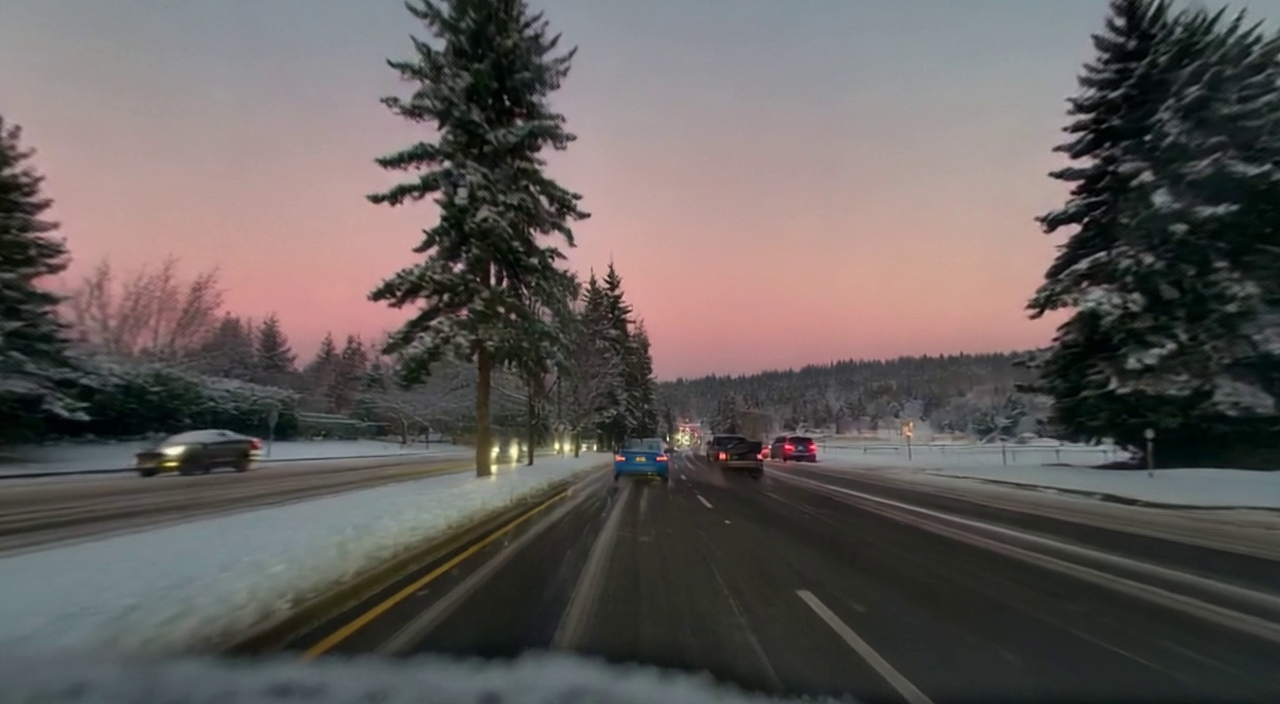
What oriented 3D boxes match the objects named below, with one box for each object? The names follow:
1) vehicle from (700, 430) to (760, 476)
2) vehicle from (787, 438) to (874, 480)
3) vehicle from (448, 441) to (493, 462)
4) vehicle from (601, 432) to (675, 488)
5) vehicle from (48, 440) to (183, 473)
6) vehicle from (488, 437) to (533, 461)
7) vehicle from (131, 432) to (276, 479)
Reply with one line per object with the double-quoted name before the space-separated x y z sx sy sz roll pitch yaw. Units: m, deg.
"vehicle" 3.779 4.342 27.267 1.976 1.796 4.159 0 -8 0
"vehicle" 7.248 4.110 24.456 1.928 1.488 4.361 0 -8 -1
"vehicle" -12.551 7.398 46.891 1.915 1.456 4.636 0 -8 2
"vehicle" -0.056 3.474 20.561 2.145 1.603 4.369 0 -8 0
"vehicle" -24.670 4.925 29.764 4.381 1.490 1.941 2 -9 -12
"vehicle" -8.953 6.743 43.786 2.074 1.543 4.536 0 -8 1
"vehicle" -15.895 3.796 23.330 1.885 1.553 4.828 0 -8 0
